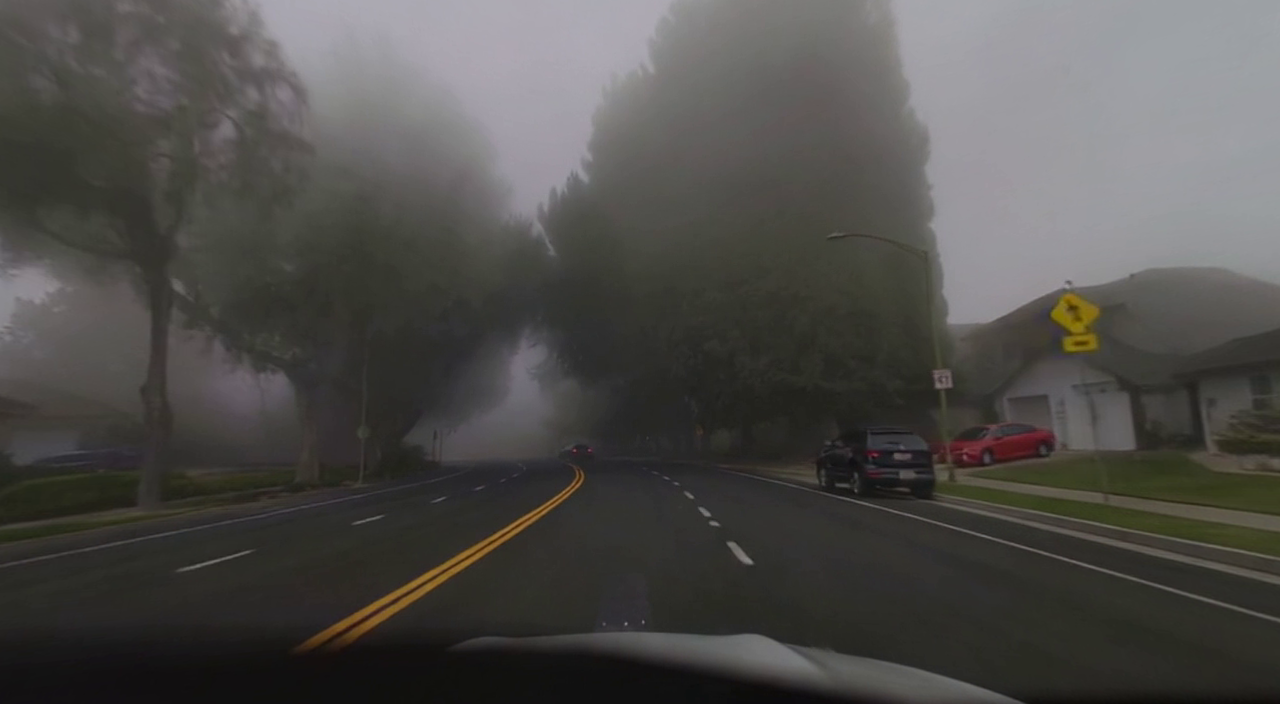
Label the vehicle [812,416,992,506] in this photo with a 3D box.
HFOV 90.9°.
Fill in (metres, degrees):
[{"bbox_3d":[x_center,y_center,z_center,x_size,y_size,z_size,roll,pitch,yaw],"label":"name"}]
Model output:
[{"bbox_3d":[6.684,2.885,17.194,2.348,1.986,6.289,0,-8,2],"label":"vehicle"}]
